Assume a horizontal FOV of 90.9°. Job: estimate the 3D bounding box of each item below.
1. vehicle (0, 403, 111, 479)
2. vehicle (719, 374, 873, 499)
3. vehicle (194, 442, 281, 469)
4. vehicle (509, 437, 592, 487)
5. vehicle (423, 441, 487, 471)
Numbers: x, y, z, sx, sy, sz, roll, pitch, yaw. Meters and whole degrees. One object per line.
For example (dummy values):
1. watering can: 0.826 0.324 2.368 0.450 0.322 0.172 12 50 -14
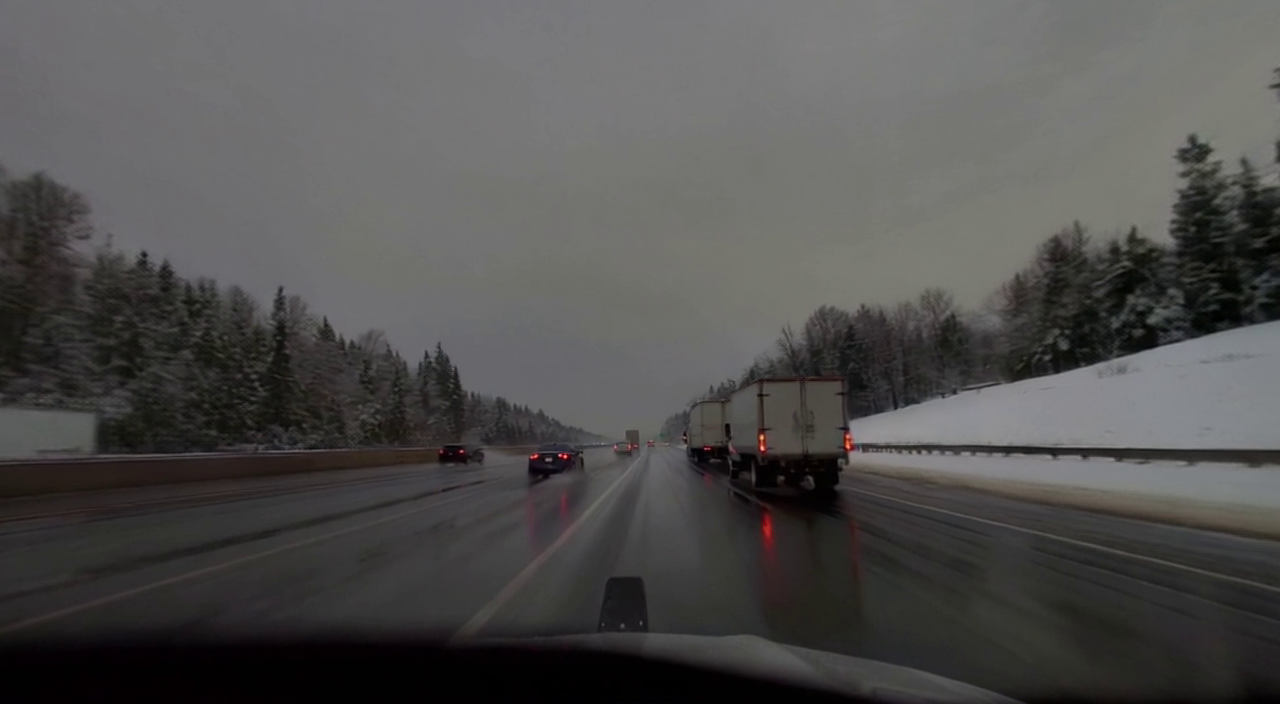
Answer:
1. vehicle: -35.866 4.579 32.342 2.911 4.023 16.399 0 -8 2
2. vehicle: 4.245 2.562 19.003 2.732 3.052 7.118 0 -8 0
3. vehicle: -27.886 7.157 44.008 2.155 1.732 5.806 0 -8 2
4. vehicle: -2.791 3.550 20.738 1.981 1.473 4.317 0 -8 2
5. vehicle: -9.720 5.473 33.508 1.899 1.465 4.589 0 -8 1
